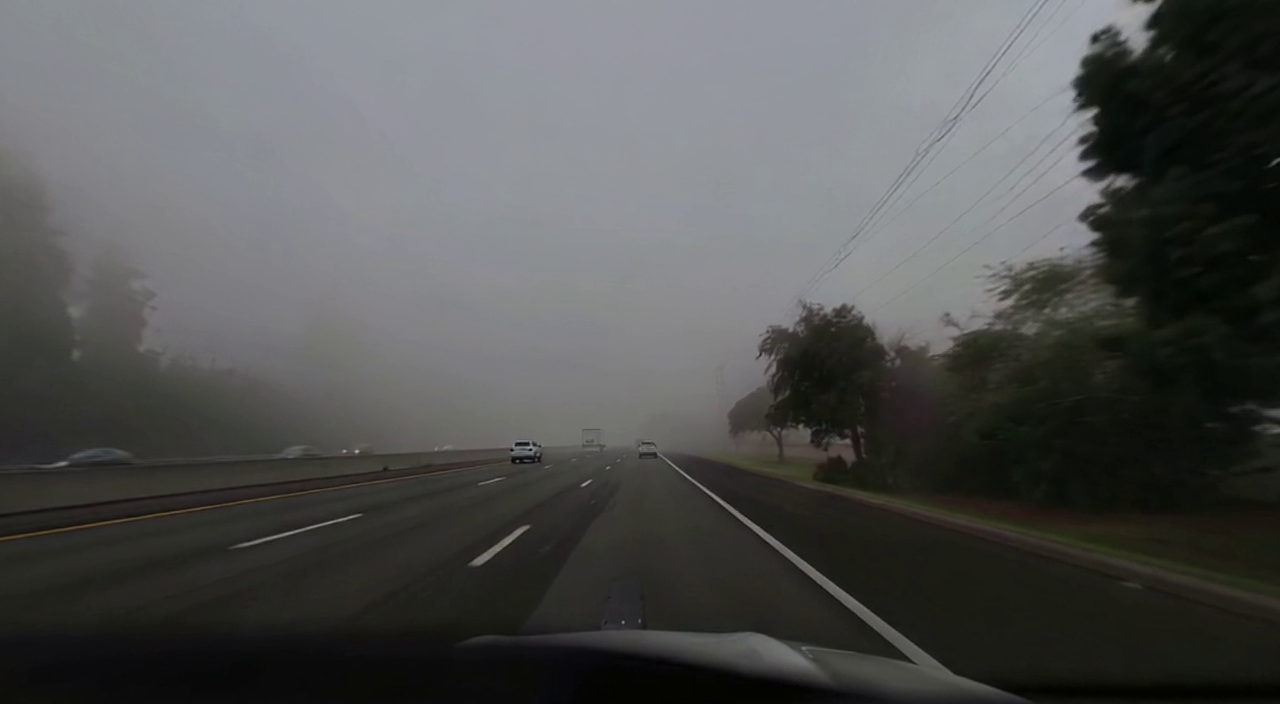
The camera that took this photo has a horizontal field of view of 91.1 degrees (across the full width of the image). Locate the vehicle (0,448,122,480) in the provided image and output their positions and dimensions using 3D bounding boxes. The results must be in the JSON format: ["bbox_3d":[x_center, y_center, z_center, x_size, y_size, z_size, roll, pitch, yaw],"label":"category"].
[{"bbox_3d":[-29.219,5.626,31.831,1.901,1.468,4.681,0,-8,0],"label":"vehicle"}]

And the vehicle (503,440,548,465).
[{"bbox_3d":[-7.079,6.246,39.244,1.936,1.497,4.251,0,-8,1],"label":"vehicle"}]

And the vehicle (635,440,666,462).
[{"bbox_3d":[0.707,6.831,43.412,2.057,1.453,3.926,0,-8,1],"label":"vehicle"}]

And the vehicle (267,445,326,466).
[{"bbox_3d":[-25.020,7.562,45.883,1.787,1.432,4.287,0,-8,1],"label":"vehicle"}]

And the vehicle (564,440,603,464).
[{"bbox_3d":[-3.544,6.385,40.207,2.046,1.478,4.111,0,-8,1],"label":"vehicle"}]
